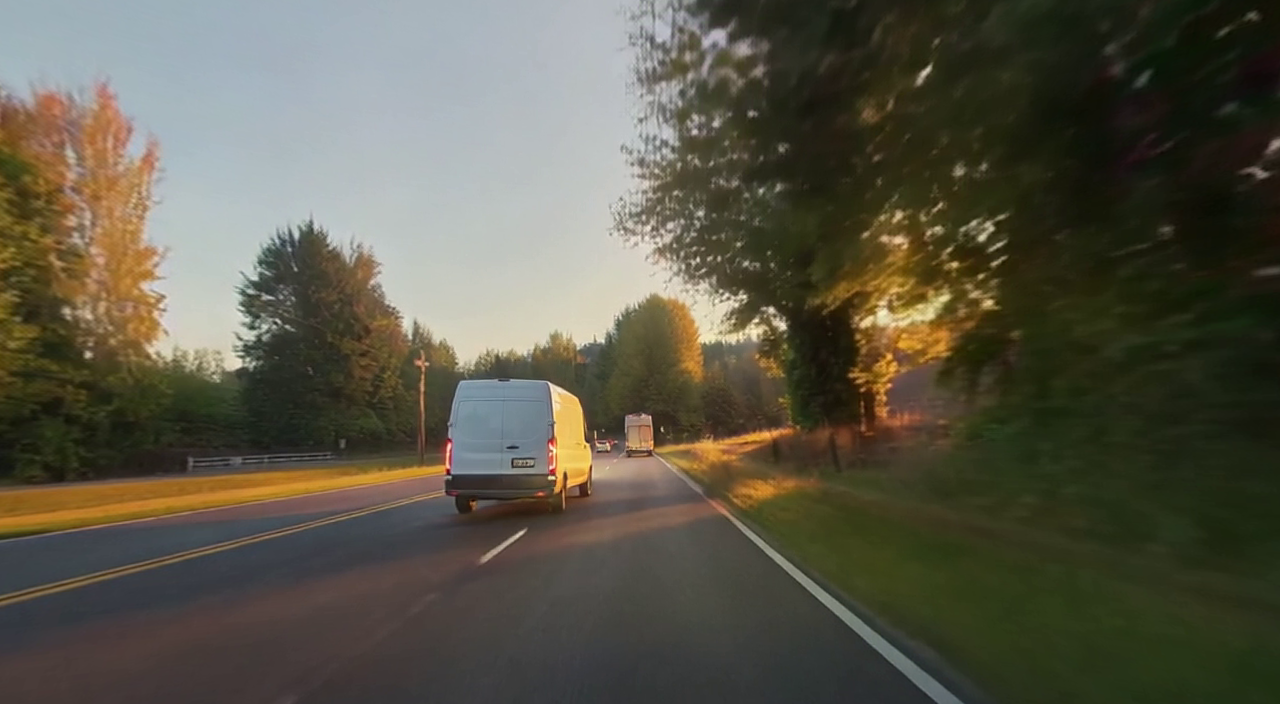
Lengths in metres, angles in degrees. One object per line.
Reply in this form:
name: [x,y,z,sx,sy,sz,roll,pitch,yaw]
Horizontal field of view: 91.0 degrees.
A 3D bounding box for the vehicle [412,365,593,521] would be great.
vehicle: [-2.555,1.957,13.720,2.497,2.628,6.016,0,-8,1]
